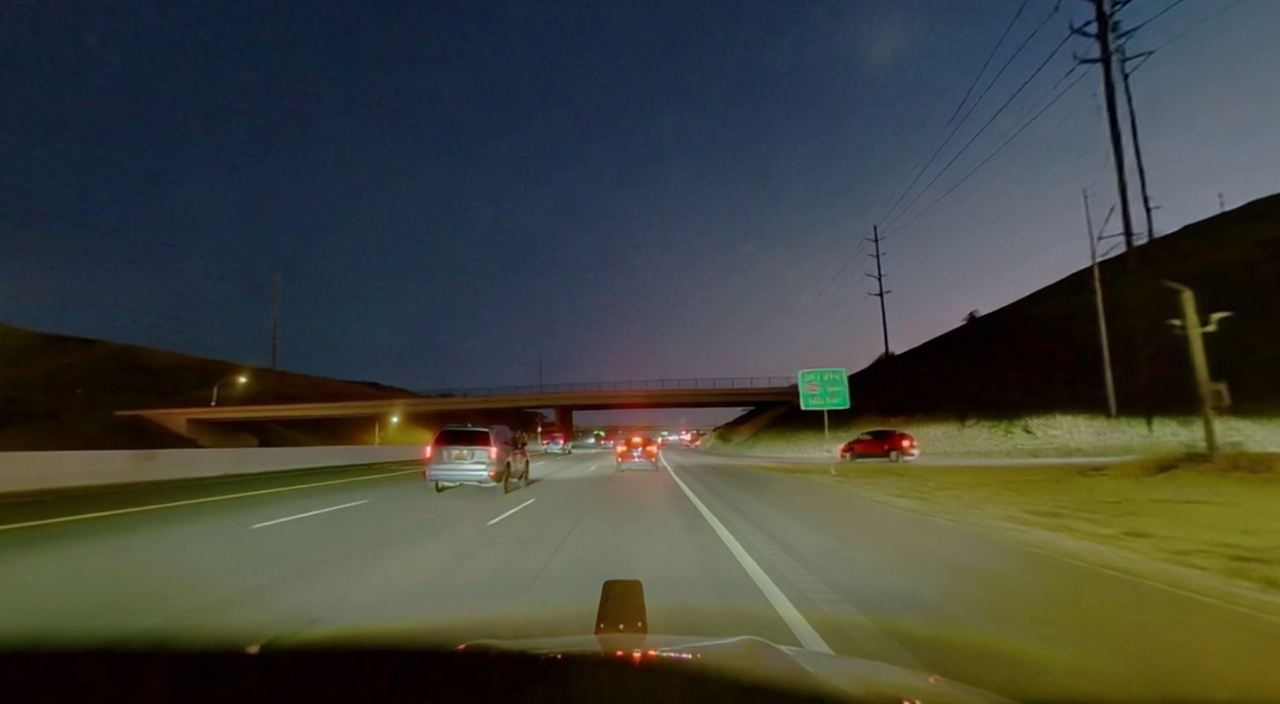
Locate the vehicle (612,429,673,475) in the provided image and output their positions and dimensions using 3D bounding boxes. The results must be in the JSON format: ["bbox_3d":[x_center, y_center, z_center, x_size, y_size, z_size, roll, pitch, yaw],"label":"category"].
[{"bbox_3d":[0.170,3.896,24.711,2.193,1.651,3.946,-1,-8,2],"label":"vehicle"}]

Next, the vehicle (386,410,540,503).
[{"bbox_3d":[-3.980,2.481,15.270,2.228,1.845,4.847,-1,-8,1],"label":"vehicle"}]

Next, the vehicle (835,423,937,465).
[{"bbox_3d":[16.332,6.193,42.453,2.571,2.571,6.876,2,-9,-16],"label":"vehicle"}]
